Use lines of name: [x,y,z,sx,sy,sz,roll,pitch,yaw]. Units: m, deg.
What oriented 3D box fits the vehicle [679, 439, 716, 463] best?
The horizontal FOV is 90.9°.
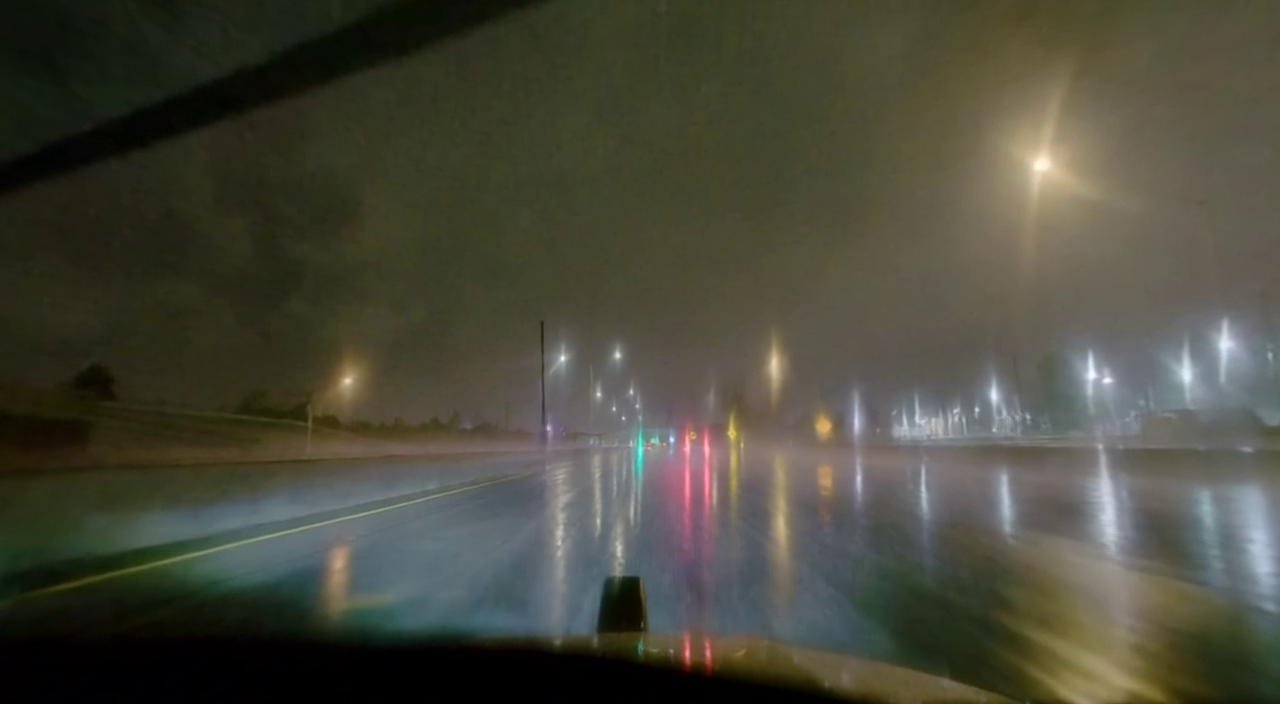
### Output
vehicle: [3.679,6.443,41.189,1.949,1.515,4.374,0,-8,-1]
